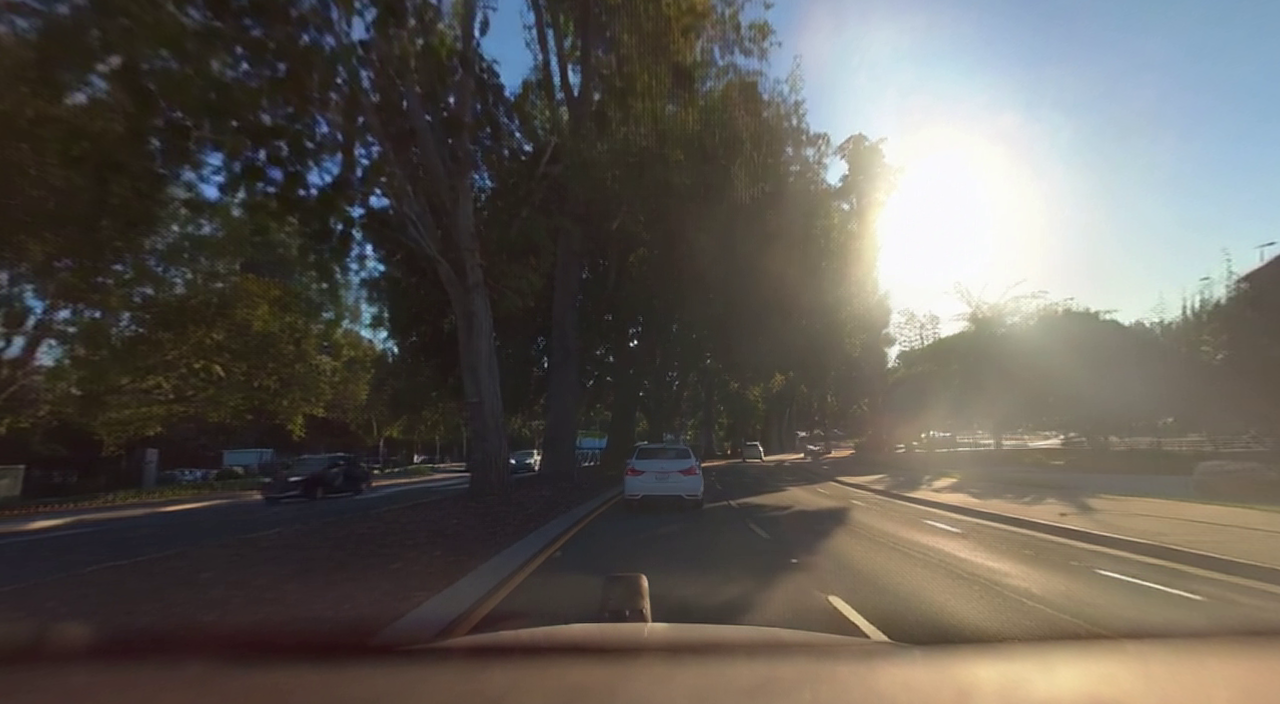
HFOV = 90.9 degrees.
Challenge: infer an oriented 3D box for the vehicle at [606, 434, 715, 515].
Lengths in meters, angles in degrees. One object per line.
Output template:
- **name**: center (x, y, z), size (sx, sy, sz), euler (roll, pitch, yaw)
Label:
- **vehicle**: center (0.560, 2.723, 14.565), size (2.154, 1.585, 3.997), euler (-1, -8, 5)

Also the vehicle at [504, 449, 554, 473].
- **vehicle**: center (-7.686, 7.569, 44.166), size (2.027, 1.511, 4.711), euler (-2, -8, 9)

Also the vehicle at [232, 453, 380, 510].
- **vehicle**: center (-10.094, 3.904, 19.545), size (1.909, 1.468, 4.597), euler (-1, -8, 3)

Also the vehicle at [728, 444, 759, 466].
- **vehicle**: center (7.345, 7.317, 45.088), size (1.984, 1.507, 4.359), euler (-2, -8, 7)
